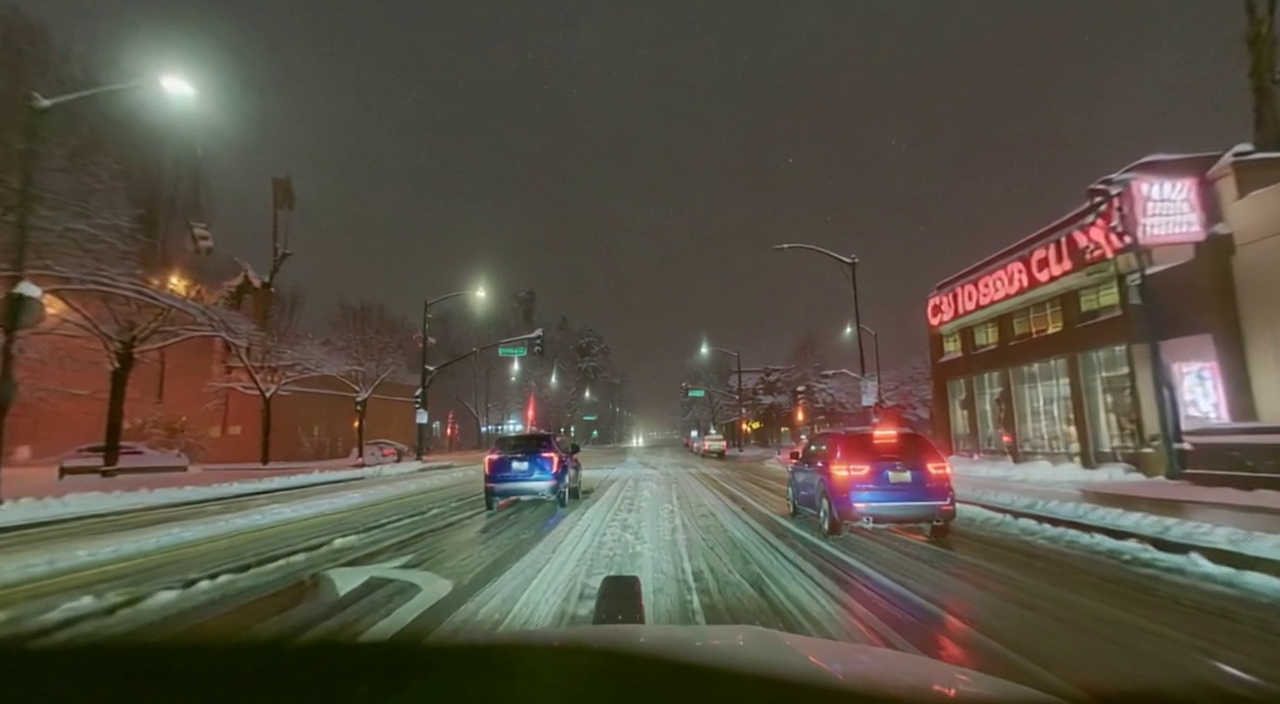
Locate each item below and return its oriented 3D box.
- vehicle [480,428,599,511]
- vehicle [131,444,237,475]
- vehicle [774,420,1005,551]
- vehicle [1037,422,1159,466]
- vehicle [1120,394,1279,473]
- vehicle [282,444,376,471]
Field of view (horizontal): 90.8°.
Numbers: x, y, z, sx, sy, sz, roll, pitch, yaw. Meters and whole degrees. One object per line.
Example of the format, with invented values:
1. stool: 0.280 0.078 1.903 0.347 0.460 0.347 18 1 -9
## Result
1. vehicle: -2.185 2.727 15.113 2.063 1.664 4.471 0 -8 1
2. vehicle: -27.541 6.483 38.289 4.683 1.748 2.076 0 -8 -3
3. vehicle: 3.662 2.038 10.329 1.983 1.654 4.354 0 -8 0
4. vehicle: 17.649 3.547 24.342 4.322 1.568 1.918 4 -10 -27
5. vehicle: 16.683 2.424 18.489 5.652 1.992 2.202 5 -10 -32
6. vehicle: -19.390 6.571 39.542 4.834 1.589 1.907 1 -8 -6
